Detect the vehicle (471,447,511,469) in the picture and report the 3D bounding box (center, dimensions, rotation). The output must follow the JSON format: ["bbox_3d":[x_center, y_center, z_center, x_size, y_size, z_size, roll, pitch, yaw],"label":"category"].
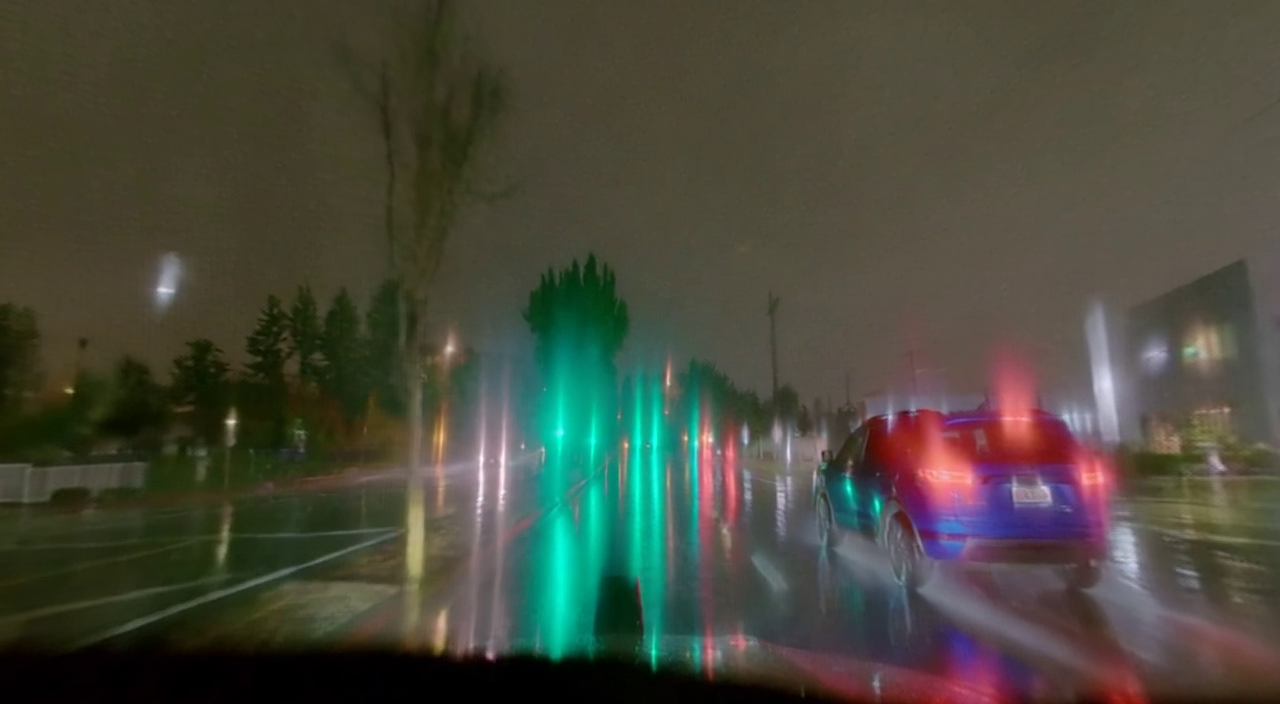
[{"bbox_3d":[-10.700,7.653,45.486,1.932,1.483,4.246,0,-8,-2],"label":"vehicle"}]

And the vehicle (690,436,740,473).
[{"bbox_3d":[3.903,5.453,33.710,2.085,1.828,5.383,0,-8,1],"label":"vehicle"}]

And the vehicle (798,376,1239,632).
[{"bbox_3d":[3.321,1.427,6.848,2.033,1.865,4.360,0,-8,0],"label":"vehicle"}]

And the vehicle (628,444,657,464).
[{"bbox_3d":[0.200,7.794,48.386,2.131,1.474,4.146,0,-8,0],"label":"vehicle"}]
